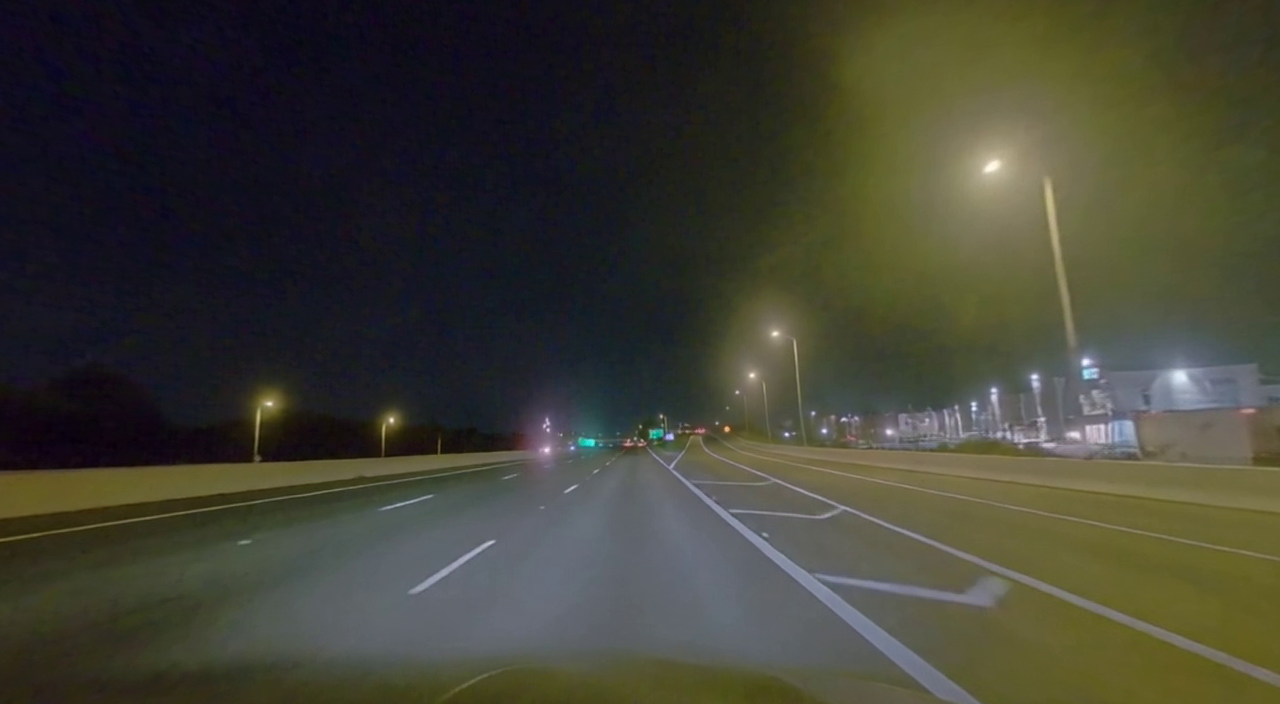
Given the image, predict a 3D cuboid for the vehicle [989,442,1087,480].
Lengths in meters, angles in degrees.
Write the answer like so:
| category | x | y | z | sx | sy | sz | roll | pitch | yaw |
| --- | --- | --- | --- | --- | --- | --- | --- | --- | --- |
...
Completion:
| category | x | y | z | sx | sy | sz | roll | pitch | yaw |
| --- | --- | --- | --- | --- | --- | --- | --- | --- | --- |
| vehicle | 22.515 | 6.133 | 36.036 | 2.013 | 1.958 | 5.318 | -1 | -8 | -1 |
